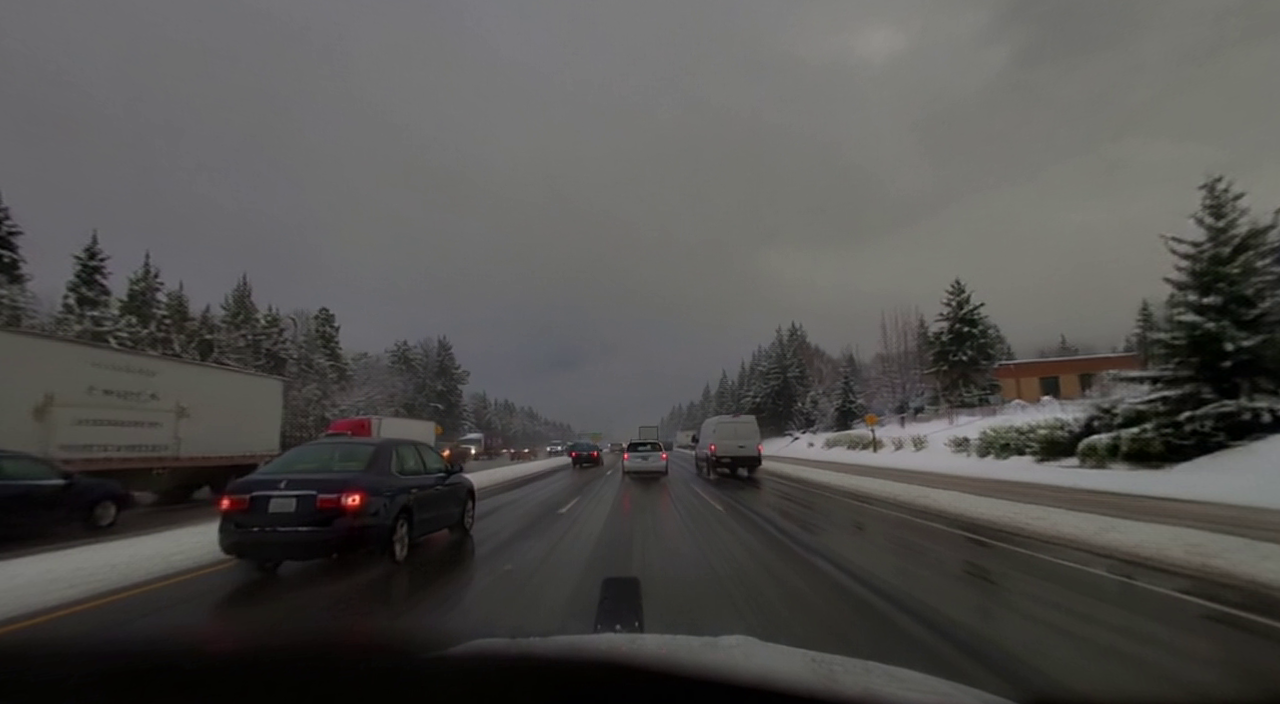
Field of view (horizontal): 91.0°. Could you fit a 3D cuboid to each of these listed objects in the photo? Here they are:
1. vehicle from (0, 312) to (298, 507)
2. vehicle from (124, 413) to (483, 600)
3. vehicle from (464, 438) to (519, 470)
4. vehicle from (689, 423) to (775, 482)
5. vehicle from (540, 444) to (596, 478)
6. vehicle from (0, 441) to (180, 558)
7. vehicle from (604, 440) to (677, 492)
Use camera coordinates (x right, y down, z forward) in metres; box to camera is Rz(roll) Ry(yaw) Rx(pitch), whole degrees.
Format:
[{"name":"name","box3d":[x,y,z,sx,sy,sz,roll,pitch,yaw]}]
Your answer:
[{"name":"vehicle","box3d":[-15.239,1.720,16.760,2.880,4.167,16.544,0,-9,1]},{"name":"vehicle","box3d":[-3.457,1.667,7.651,1.956,1.602,4.258,0,-9,1]},{"name":"vehicle","box3d":[-8.824,6.121,37.836,2.187,1.776,4.518,0,-9,0]},{"name":"vehicle","box3d":[3.507,3.985,25.197,2.460,2.086,5.576,0,-9,-1]},{"name":"vehicle","box3d":[-3.303,5.079,29.687,2.062,1.459,4.365,0,-9,1]},{"name":"vehicle","box3d":[-9.018,1.964,8.632,1.937,1.450,4.569,0,-9,0]},{"name":"vehicle","box3d":[0.000,3.555,19.898,2.053,1.461,3.941,0,-9,0]}]
